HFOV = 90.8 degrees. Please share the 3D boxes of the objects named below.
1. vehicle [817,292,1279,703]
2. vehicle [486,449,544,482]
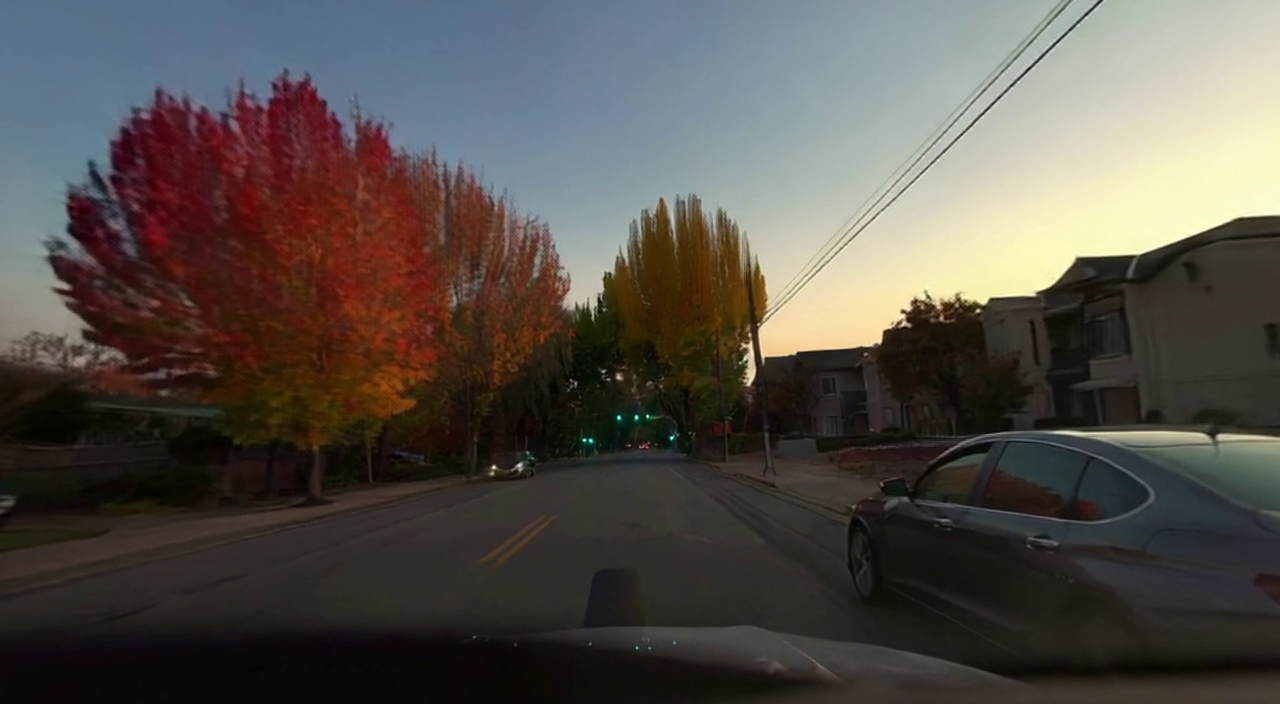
[{"bbox_3d":[2.980,1.046,4.024,2.224,1.791,4.834,0,-9,-1],"label":"vehicle"},{"bbox_3d":[-6.305,5.756,32.374,2.031,1.521,4.538,-1,-9,1],"label":"vehicle"}]
